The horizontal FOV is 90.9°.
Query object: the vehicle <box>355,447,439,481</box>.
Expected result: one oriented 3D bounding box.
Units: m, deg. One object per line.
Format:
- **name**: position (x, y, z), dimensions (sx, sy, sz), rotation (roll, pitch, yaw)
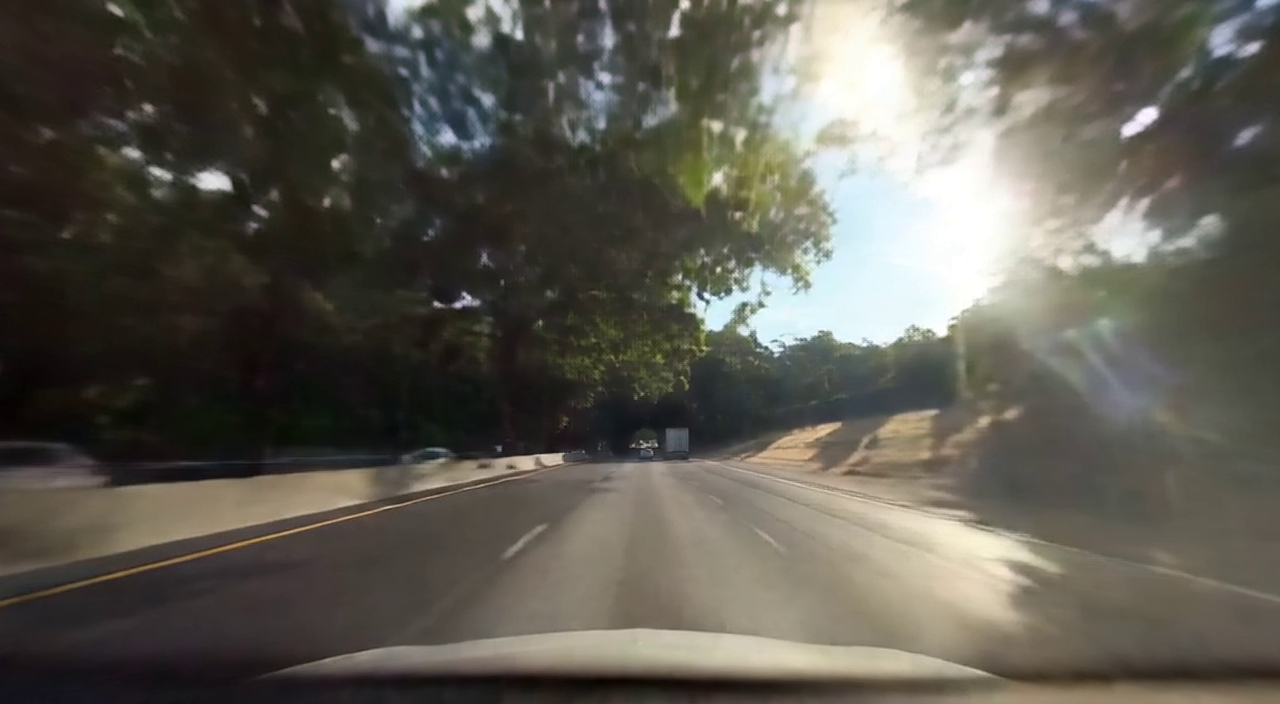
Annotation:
- **vehicle**: position (-11.631, 5.384, 30.621), dimensions (2.028, 1.479, 5.058), rotation (0, -9, 0)
